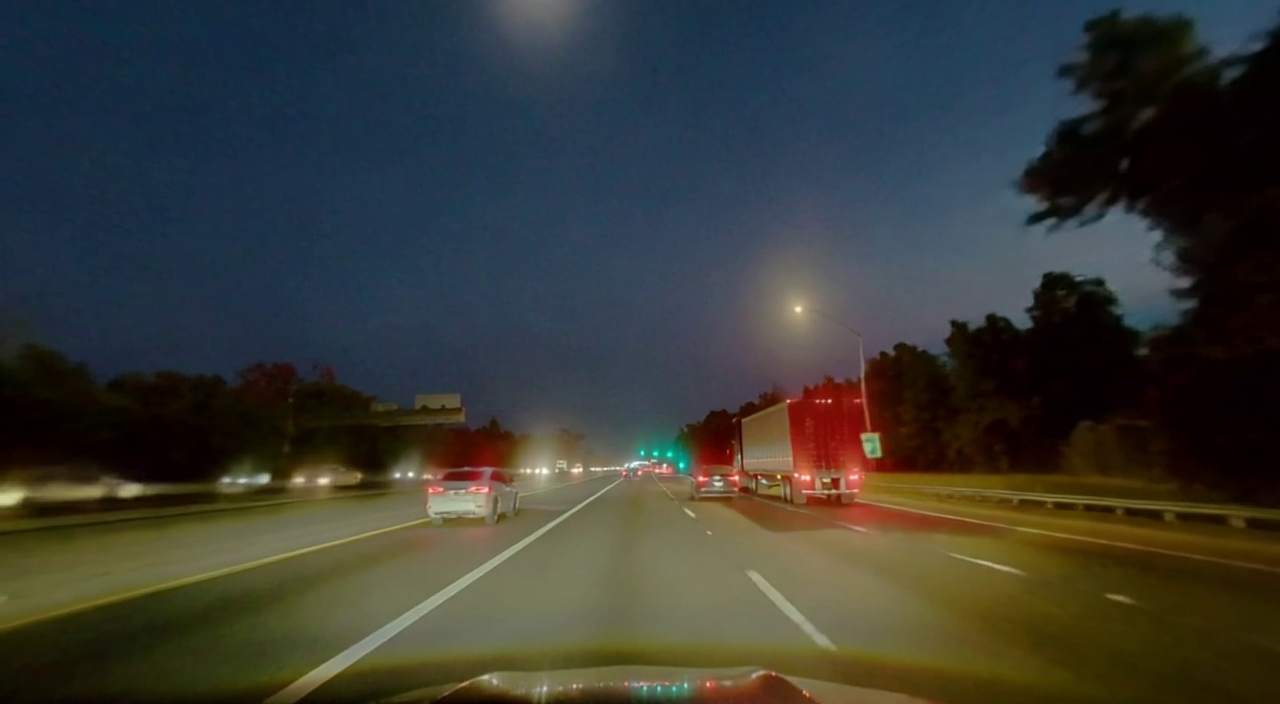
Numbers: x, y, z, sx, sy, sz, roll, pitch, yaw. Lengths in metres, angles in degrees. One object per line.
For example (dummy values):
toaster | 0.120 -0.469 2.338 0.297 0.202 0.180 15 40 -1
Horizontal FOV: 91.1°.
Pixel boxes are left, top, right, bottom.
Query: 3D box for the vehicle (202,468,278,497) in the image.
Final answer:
vehicle | -22.318 7.256 35.177 1.666 1.484 3.689 1 -11 2

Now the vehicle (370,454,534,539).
vehicle | -3.789 3.033 13.711 2.065 1.485 4.682 1 -10 1

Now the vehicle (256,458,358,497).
vehicle | -15.198 5.753 29.020 1.949 1.577 4.837 1 -10 1

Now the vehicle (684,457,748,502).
vehicle | 3.143 5.391 26.870 2.050 1.708 4.457 1 -10 -1

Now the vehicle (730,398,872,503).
vehicle | 7.569 5.441 33.450 2.861 4.086 17.499 1 -10 0
